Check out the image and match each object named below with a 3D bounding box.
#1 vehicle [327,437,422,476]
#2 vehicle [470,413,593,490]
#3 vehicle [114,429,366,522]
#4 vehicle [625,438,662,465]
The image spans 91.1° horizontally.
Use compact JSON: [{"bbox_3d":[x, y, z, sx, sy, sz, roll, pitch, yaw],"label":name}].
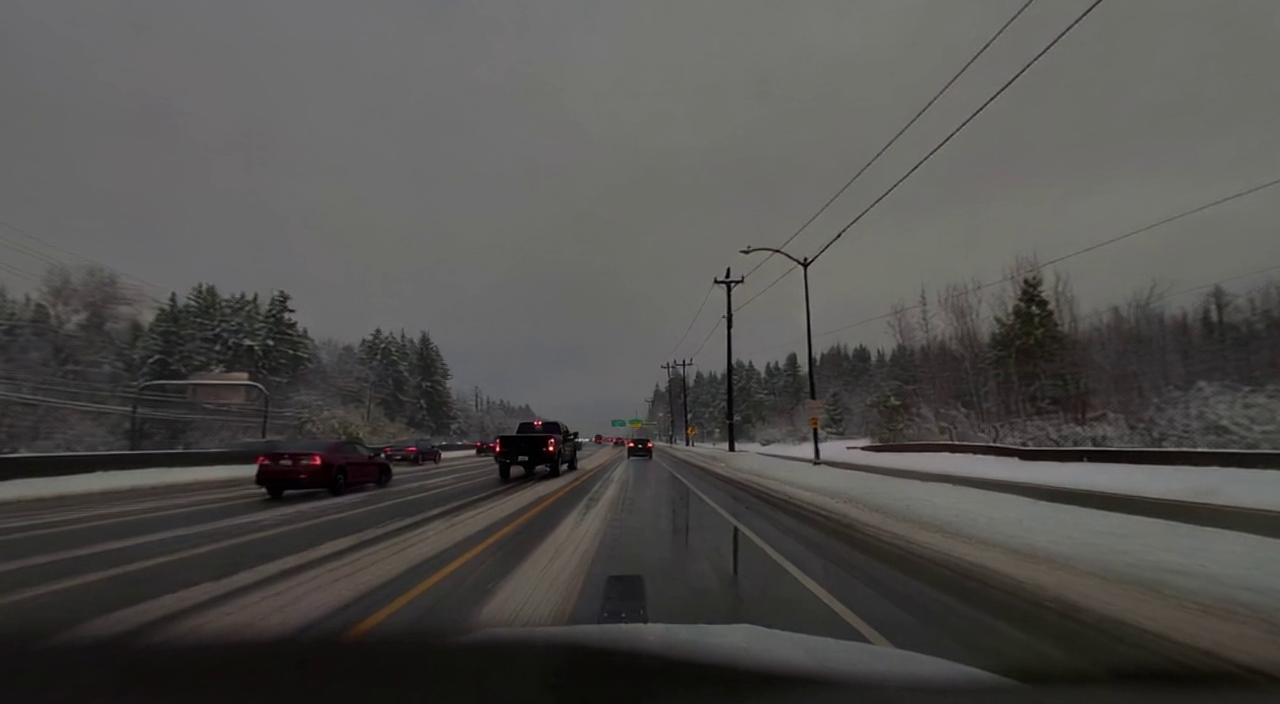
[{"bbox_3d":[-10.940,4.327,26.307,1.884,1.453,4.579,0,-8,1],"label":"vehicle"},{"bbox_3d":[-3.204,3.193,20.433,2.815,2.092,6.526,0,-8,0],"label":"vehicle"},{"bbox_3d":[-7.433,2.315,12.368,1.964,1.481,4.425,0,-8,1],"label":"vehicle"},{"bbox_3d":[0.243,5.767,36.520,2.013,1.444,4.447,0,-8,1],"label":"vehicle"}]
